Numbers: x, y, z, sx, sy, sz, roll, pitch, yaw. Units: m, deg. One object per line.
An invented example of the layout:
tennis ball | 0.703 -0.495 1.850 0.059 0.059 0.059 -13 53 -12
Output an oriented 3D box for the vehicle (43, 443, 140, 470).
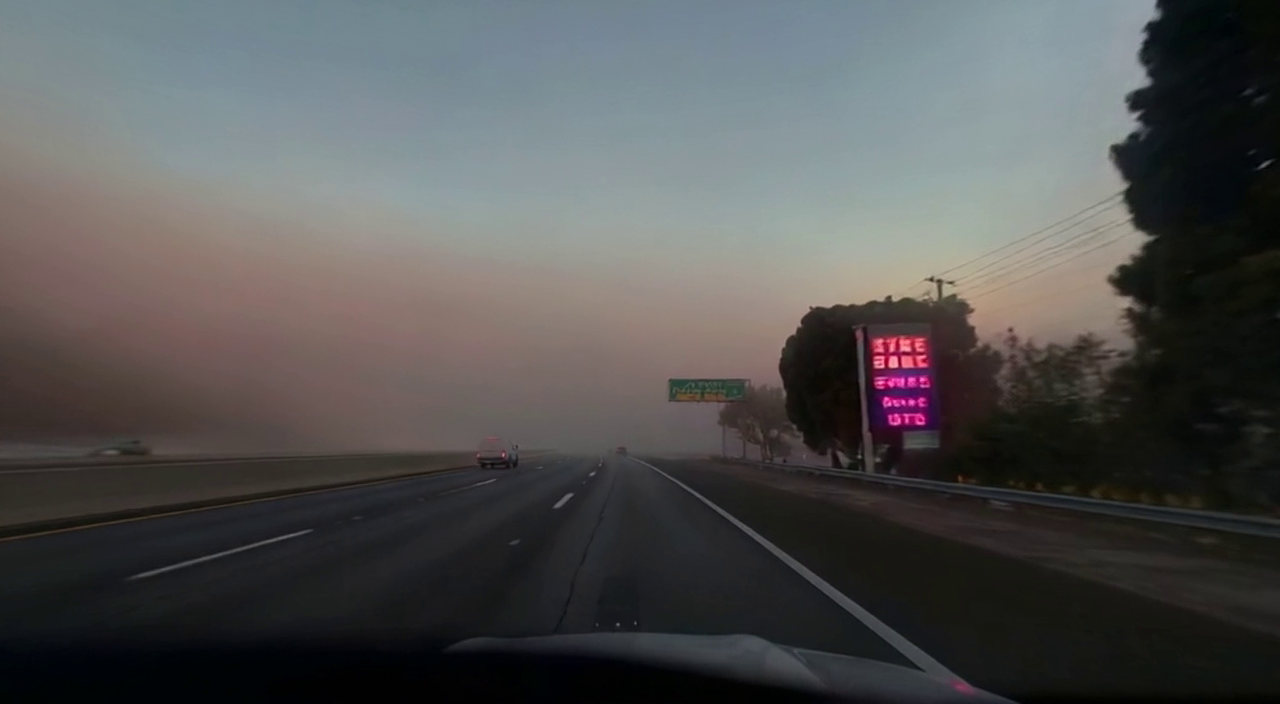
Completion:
vehicle | -33.014 6.280 38.228 1.885 1.523 4.492 0 -8 -2

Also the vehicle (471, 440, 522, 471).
vehicle | -8.379 6.081 37.249 2.053 1.682 4.423 0 -8 -1
